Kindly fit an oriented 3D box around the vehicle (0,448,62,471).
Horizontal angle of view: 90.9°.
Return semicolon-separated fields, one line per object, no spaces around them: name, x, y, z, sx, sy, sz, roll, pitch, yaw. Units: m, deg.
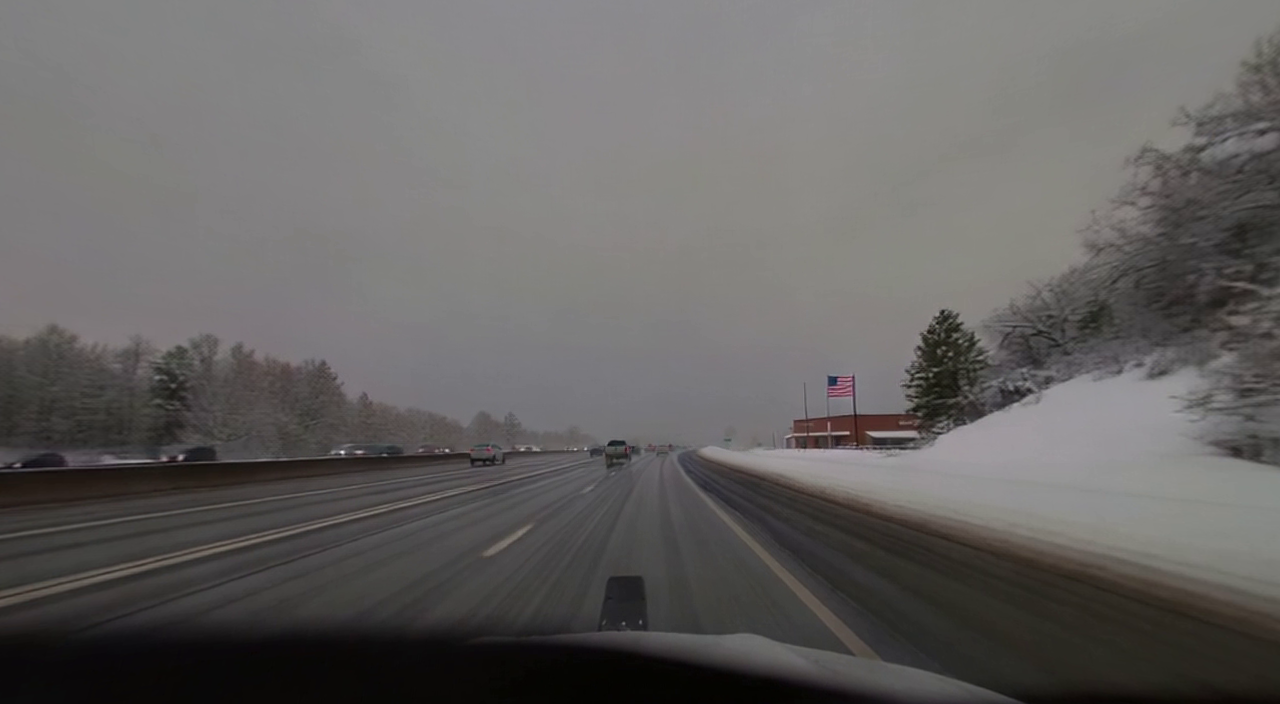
vehicle;-45.096;7.770;45.774;1.761;1.520;4.689;-1;-8;1

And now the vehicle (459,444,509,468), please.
vehicle;-10.021;6.703;40.831;1.927;1.454;4.395;-1;-8;3
